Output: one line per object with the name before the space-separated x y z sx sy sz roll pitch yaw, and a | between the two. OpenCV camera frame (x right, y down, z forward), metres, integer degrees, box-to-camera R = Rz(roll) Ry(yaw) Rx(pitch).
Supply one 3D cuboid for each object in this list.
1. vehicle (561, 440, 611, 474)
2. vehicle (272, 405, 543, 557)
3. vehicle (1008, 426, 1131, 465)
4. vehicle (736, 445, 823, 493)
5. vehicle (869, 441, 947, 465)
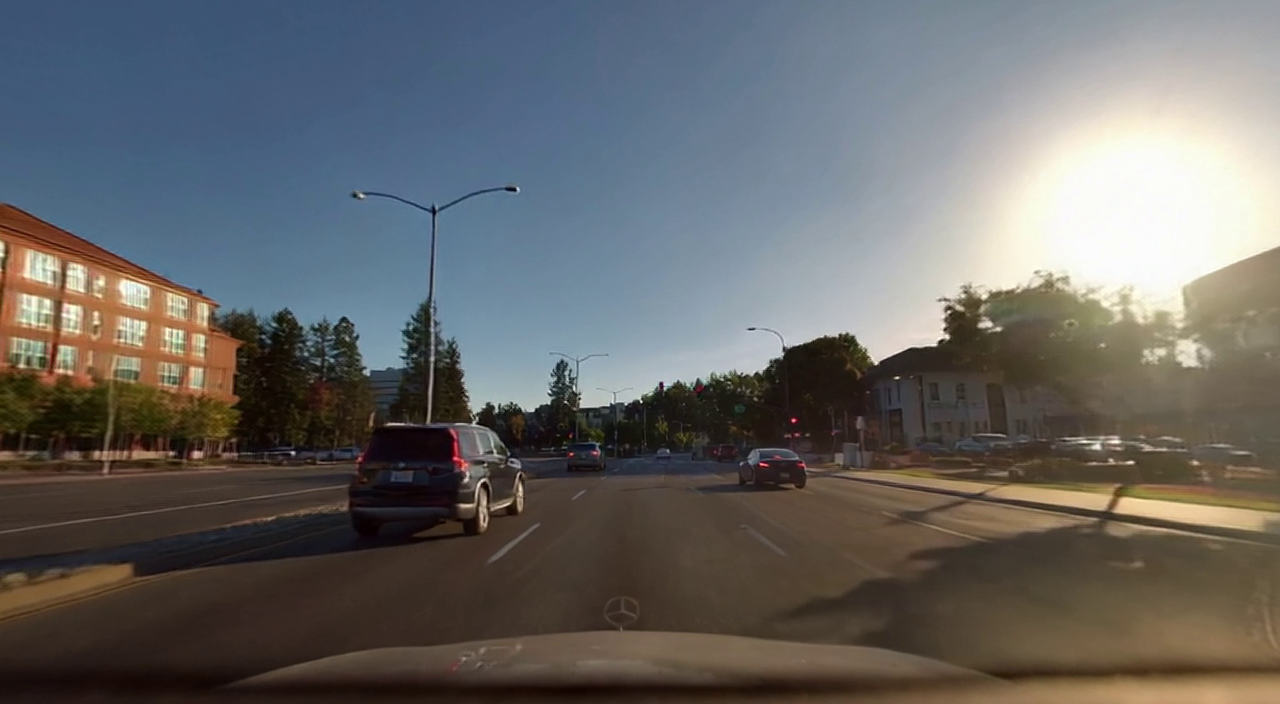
vehicle | -3.033 6.082 36.793 2.305 1.833 4.912 -1 -9 2
vehicle | -3.305 2.014 10.607 2.450 1.866 5.416 0 -9 0
vehicle | 27.793 6.167 41.424 2.943 2.298 7.374 0 -9 0
vehicle | 4.732 4.026 22.114 1.960 1.471 4.378 0 -9 -1
vehicle | 19.709 7.435 46.425 4.972 1.547 2.226 2 -10 -21
